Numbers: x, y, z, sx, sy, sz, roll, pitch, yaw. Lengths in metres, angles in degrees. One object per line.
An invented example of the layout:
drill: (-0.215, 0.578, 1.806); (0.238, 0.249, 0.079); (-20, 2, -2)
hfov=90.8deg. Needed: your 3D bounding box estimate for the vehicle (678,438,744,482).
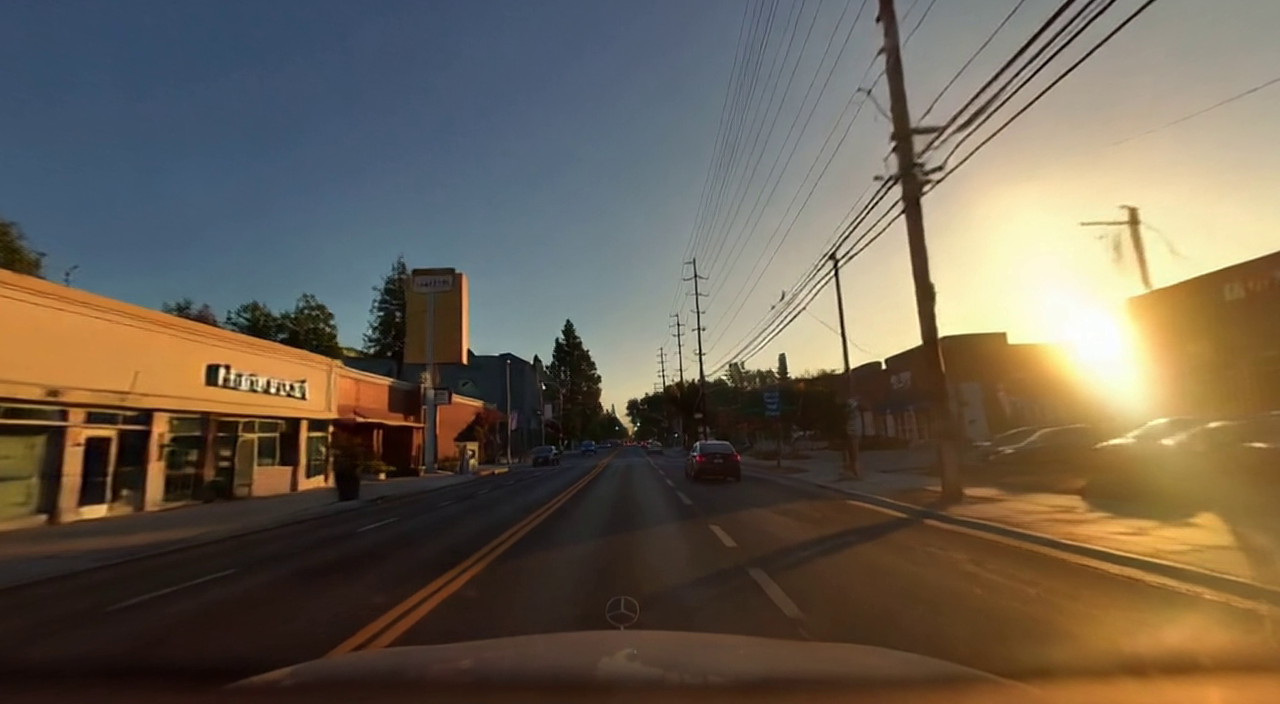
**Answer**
vehicle: (2.593, 4.037, 23.821); (1.975, 1.497, 3.647); (0, -9, -1)
